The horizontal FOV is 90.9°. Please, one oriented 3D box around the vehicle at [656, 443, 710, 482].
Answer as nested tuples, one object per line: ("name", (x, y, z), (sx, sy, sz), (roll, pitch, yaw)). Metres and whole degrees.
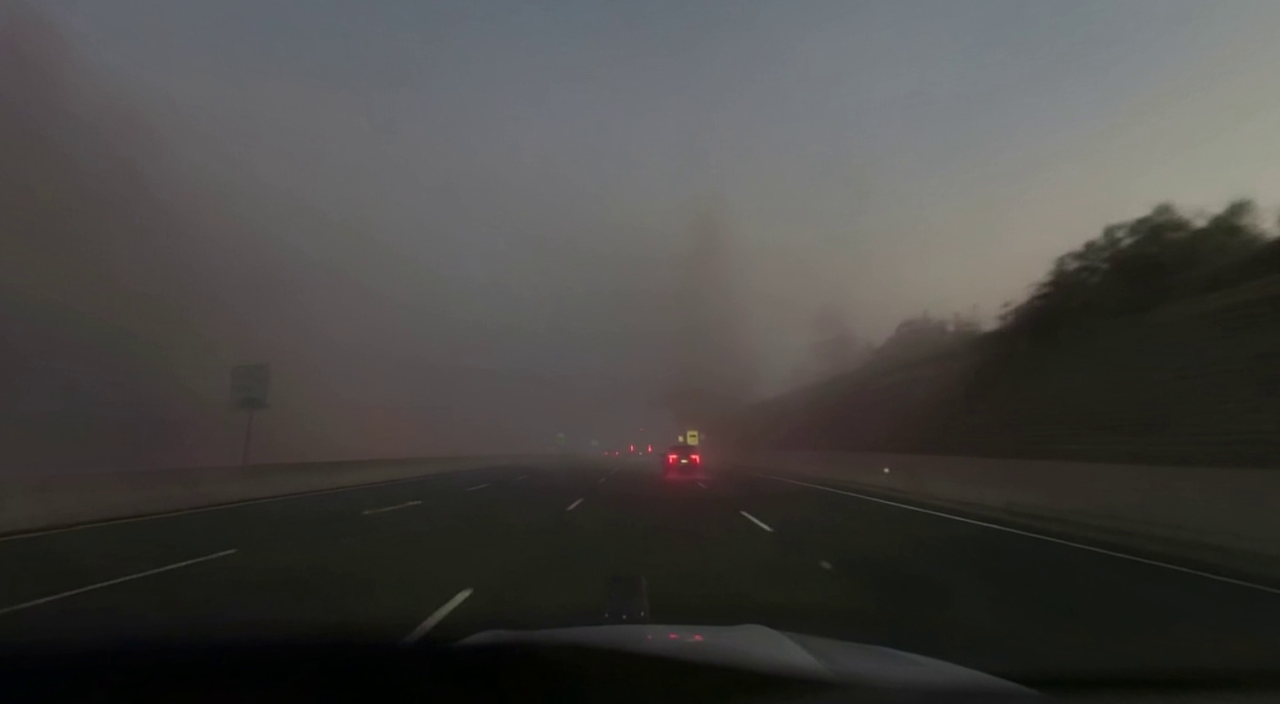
("vehicle", (1.815, 4.874, 27.972), (1.973, 1.536, 4.337), (0, -9, -1))
